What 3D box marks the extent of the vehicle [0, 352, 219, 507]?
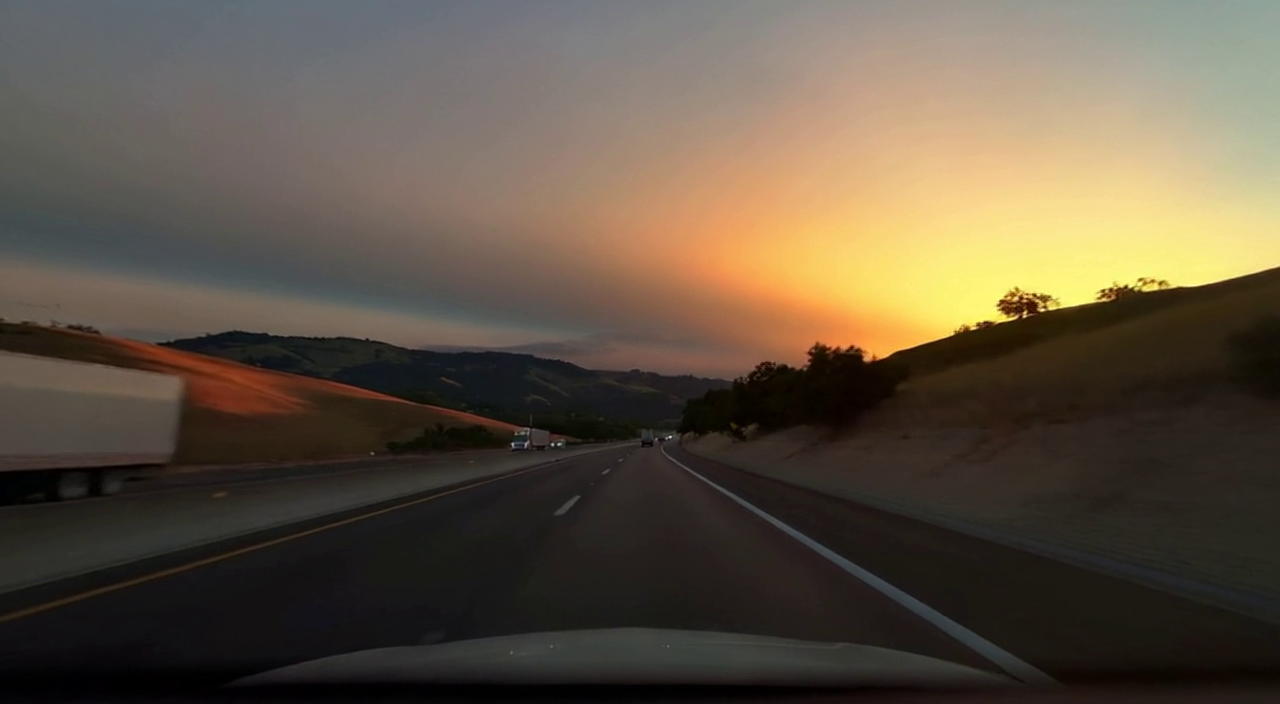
[{"bbox_3d":[-17.767,2.557,20.087,2.813,3.963,8.093,-1,-8,1],"label":"vehicle"}]
